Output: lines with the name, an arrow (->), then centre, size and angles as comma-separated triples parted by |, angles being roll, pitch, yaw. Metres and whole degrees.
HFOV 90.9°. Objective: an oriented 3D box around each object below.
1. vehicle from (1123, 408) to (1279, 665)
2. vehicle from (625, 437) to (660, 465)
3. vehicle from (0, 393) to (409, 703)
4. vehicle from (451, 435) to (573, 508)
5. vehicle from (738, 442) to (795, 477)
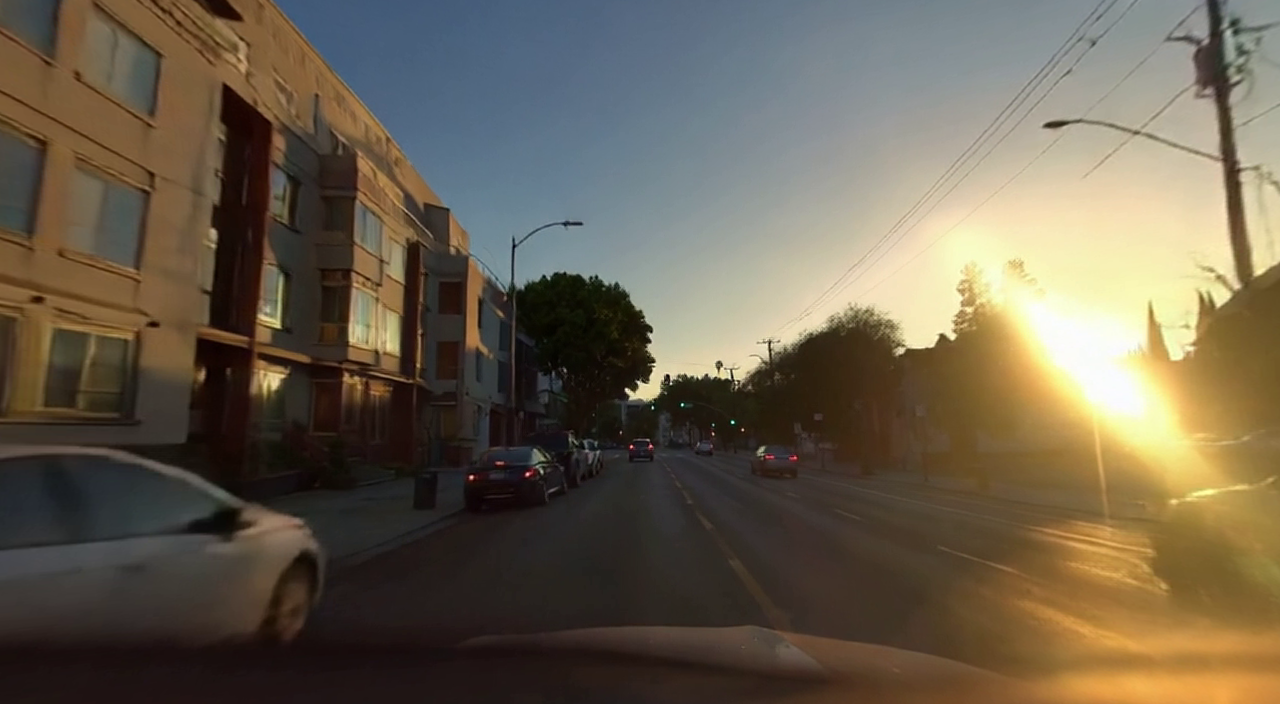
vehicle -> 4.981, 1.027, 3.074 | 1.891, 1.599, 4.173 | 0, -8, 0
vehicle -> 0.197, 6.294, 40.301 | 2.122, 1.689, 3.885 | 0, -8, 1
vehicle -> -3.079, 0.998, 2.815 | 2.040, 1.478, 5.097 | 0, -8, 2
vehicle -> -2.857, 2.776, 15.098 | 1.843, 1.482, 4.310 | -1, -8, 3
vehicle -> 5.627, 4.813, 28.515 | 1.799, 1.463, 3.464 | 0, -8, -1
